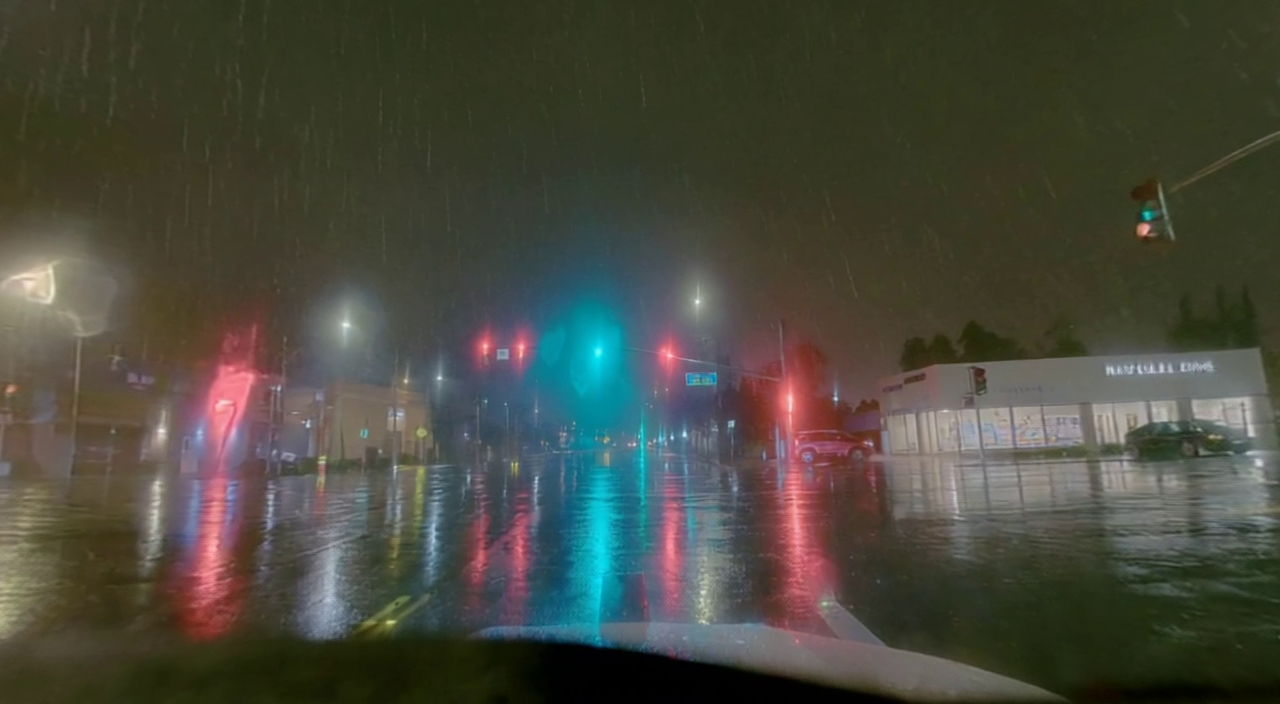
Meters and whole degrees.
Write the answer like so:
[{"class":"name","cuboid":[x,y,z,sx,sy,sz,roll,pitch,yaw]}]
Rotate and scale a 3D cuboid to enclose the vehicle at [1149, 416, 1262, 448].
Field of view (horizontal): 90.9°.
[{"class":"vehicle","cuboid":[28.281,4.074,31.725,1.799,1.459,4.266,0,-8,3]}]
